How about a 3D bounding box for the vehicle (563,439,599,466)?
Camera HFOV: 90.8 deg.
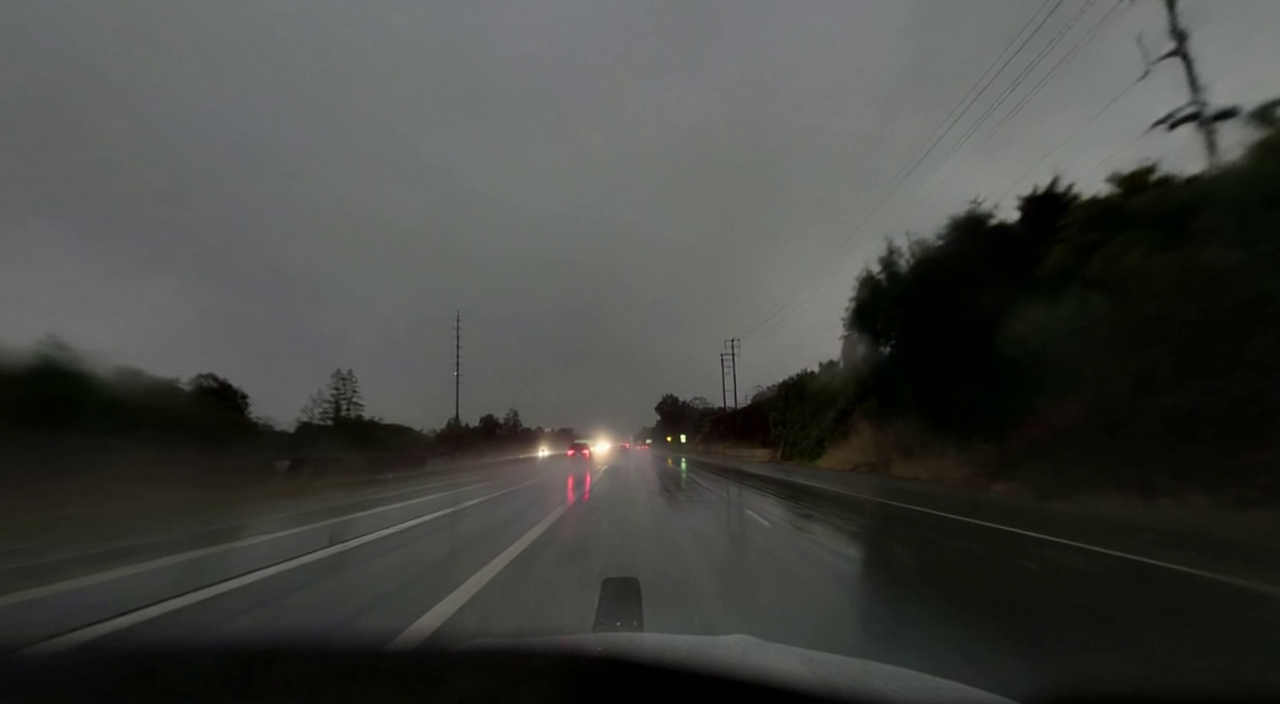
[{"bbox_3d":[-4.197,7.215,45.594,2.130,1.823,4.761,0,-8,1],"label":"vehicle"}]
